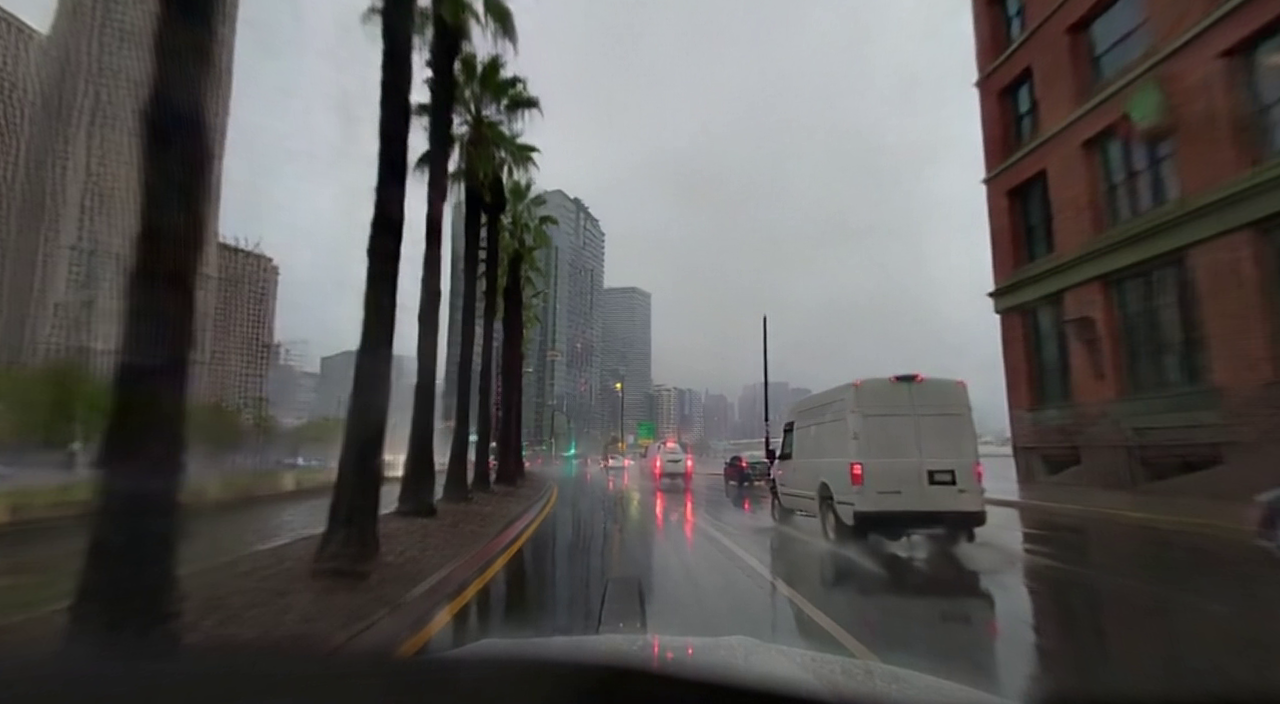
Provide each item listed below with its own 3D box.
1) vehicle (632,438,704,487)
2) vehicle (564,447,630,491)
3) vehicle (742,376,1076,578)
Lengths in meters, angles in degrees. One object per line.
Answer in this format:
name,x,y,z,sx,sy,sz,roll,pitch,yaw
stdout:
vehicle,1.145,5.018,29.033,2.407,1.991,5.130,1,-9,-8
vehicle,-1.904,4.773,26.228,2.332,1.625,4.933,1,-9,-8
vehicle,3.384,1.740,9.544,2.434,2.171,5.098,1,-9,-5
